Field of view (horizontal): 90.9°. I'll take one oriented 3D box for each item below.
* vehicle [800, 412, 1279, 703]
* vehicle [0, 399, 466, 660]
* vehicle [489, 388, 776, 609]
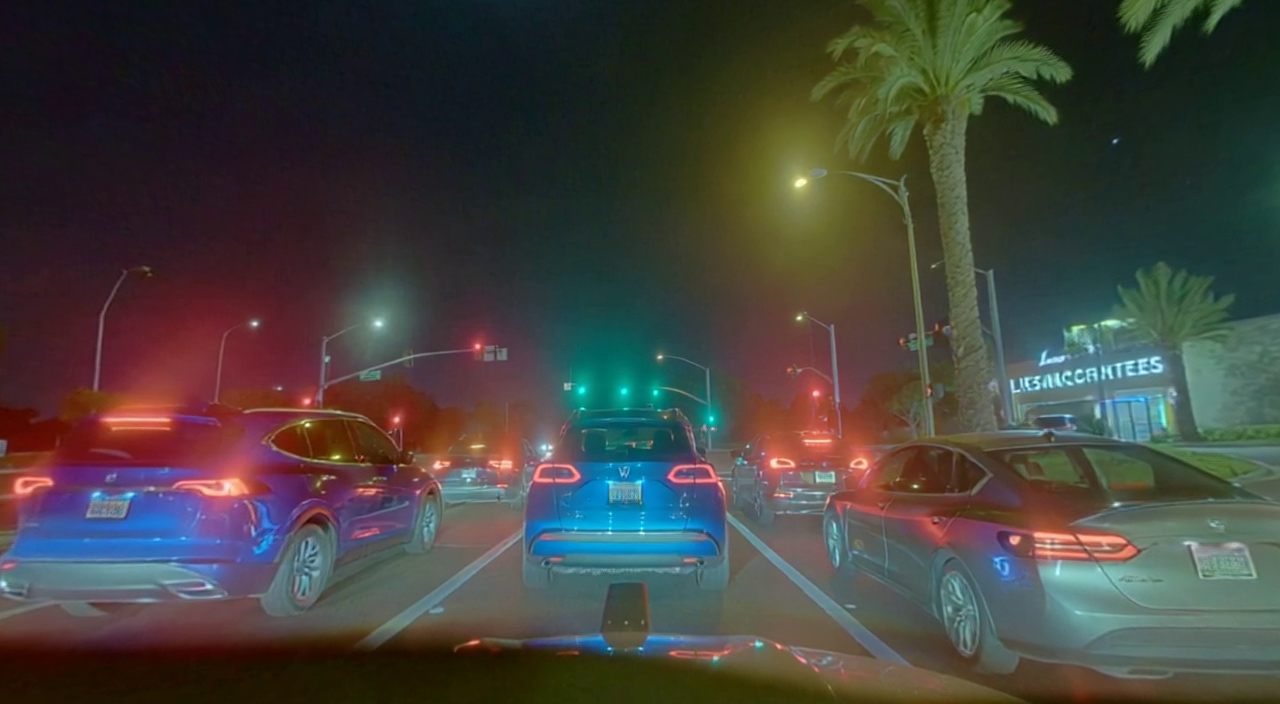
[{"bbox_3d":[2.969,1.371,5.250,2.017,1.491,4.611,0,-8,-1],"label":"vehicle"},{"bbox_3d":[-3.354,1.385,6.050,2.014,1.534,4.455,0,-8,1],"label":"vehicle"},{"bbox_3d":[-0.123,1.487,7.293,2.280,1.747,4.361,0,-8,-2],"label":"vehicle"}]
